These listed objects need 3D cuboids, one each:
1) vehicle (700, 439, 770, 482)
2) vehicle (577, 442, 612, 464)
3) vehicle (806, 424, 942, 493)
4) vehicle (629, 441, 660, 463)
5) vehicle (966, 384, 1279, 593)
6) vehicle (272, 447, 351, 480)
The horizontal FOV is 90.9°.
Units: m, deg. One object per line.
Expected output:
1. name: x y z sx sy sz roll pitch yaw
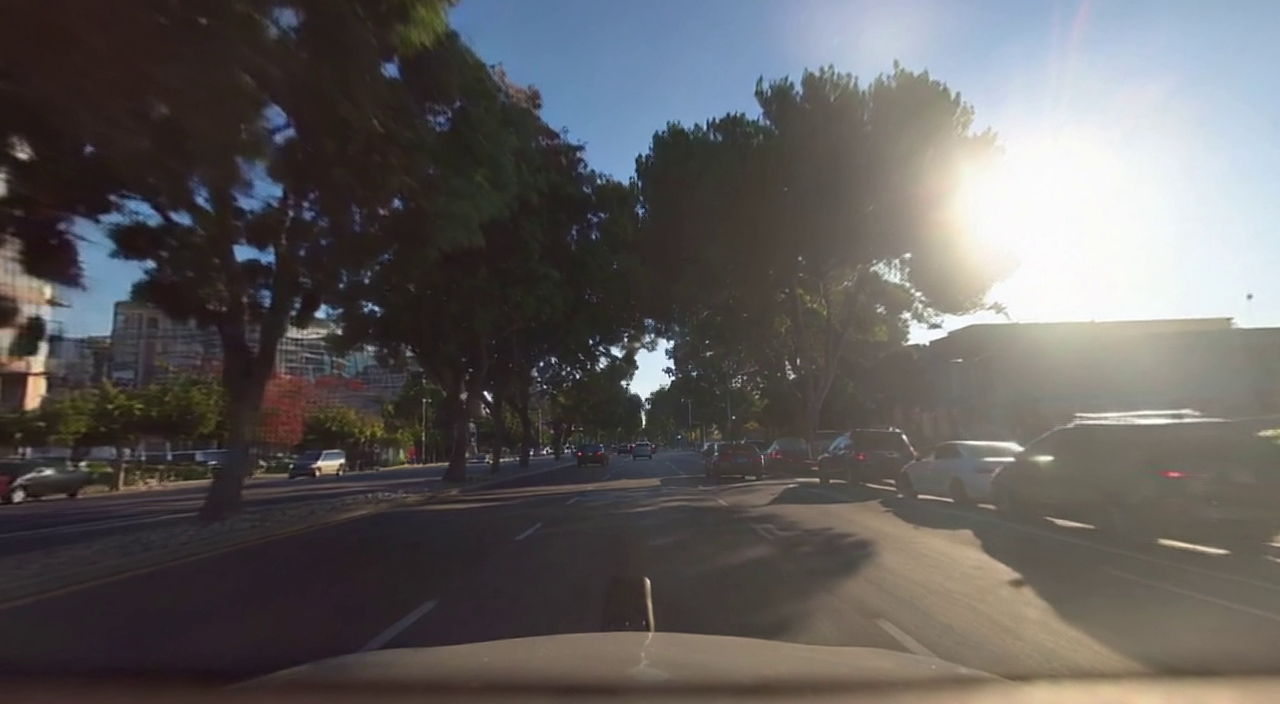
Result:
1. vehicle: 3.510 4.086 24.132 1.990 1.486 4.431 0 -8 0
2. vehicle: -3.104 7.024 44.059 2.082 1.467 4.379 0 -8 1
3. vehicle: 7.102 3.310 19.999 2.087 1.823 5.906 0 -8 1
4. vehicle: 0.343 7.017 44.303 2.101 1.480 3.929 0 -8 1
5. vehicle: 6.667 1.595 8.276 2.215 1.909 4.875 0 -8 1
6. vehicle: -18.956 6.408 36.602 2.022 1.735 4.695 0 -8 0
